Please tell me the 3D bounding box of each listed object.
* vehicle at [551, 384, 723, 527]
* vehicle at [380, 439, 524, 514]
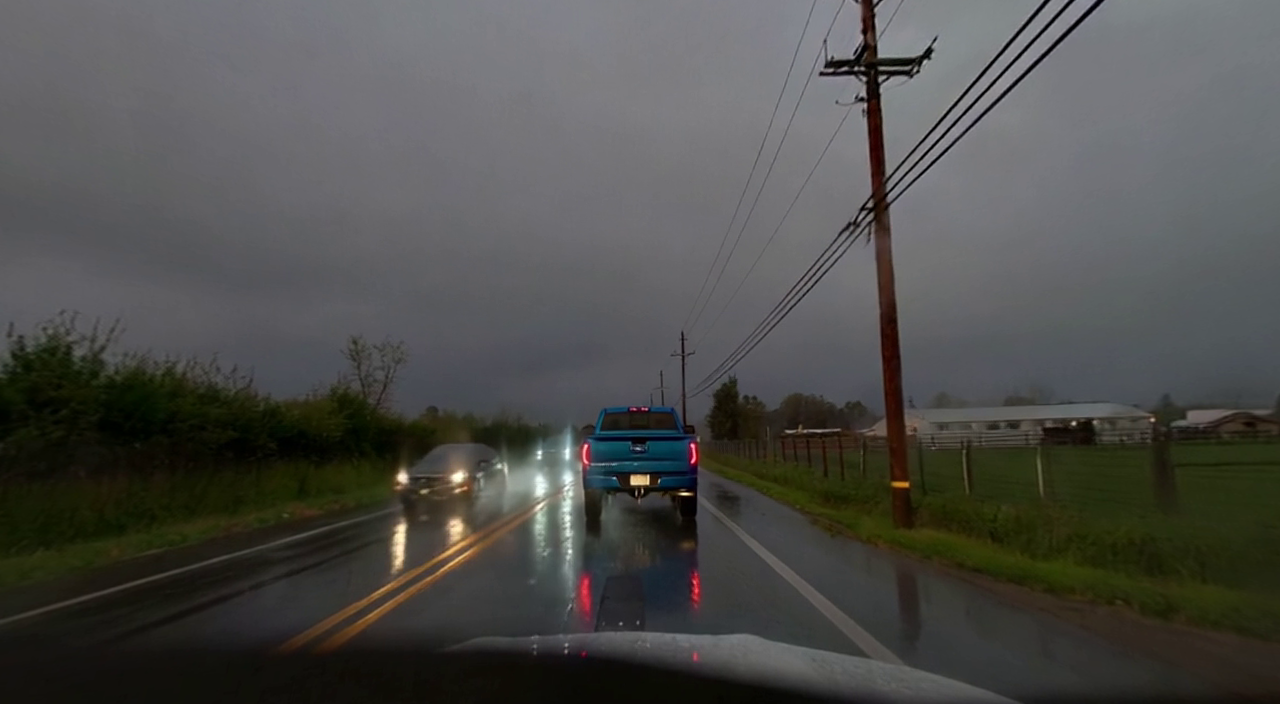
[{"bbox_3d":[-0.087,2.062,12.955,2.693,2.223,5.885,0,-8,-1],"label":"vehicle"},{"bbox_3d":[-4.080,2.766,14.563,1.974,1.455,4.289,0,-8,0],"label":"vehicle"}]
